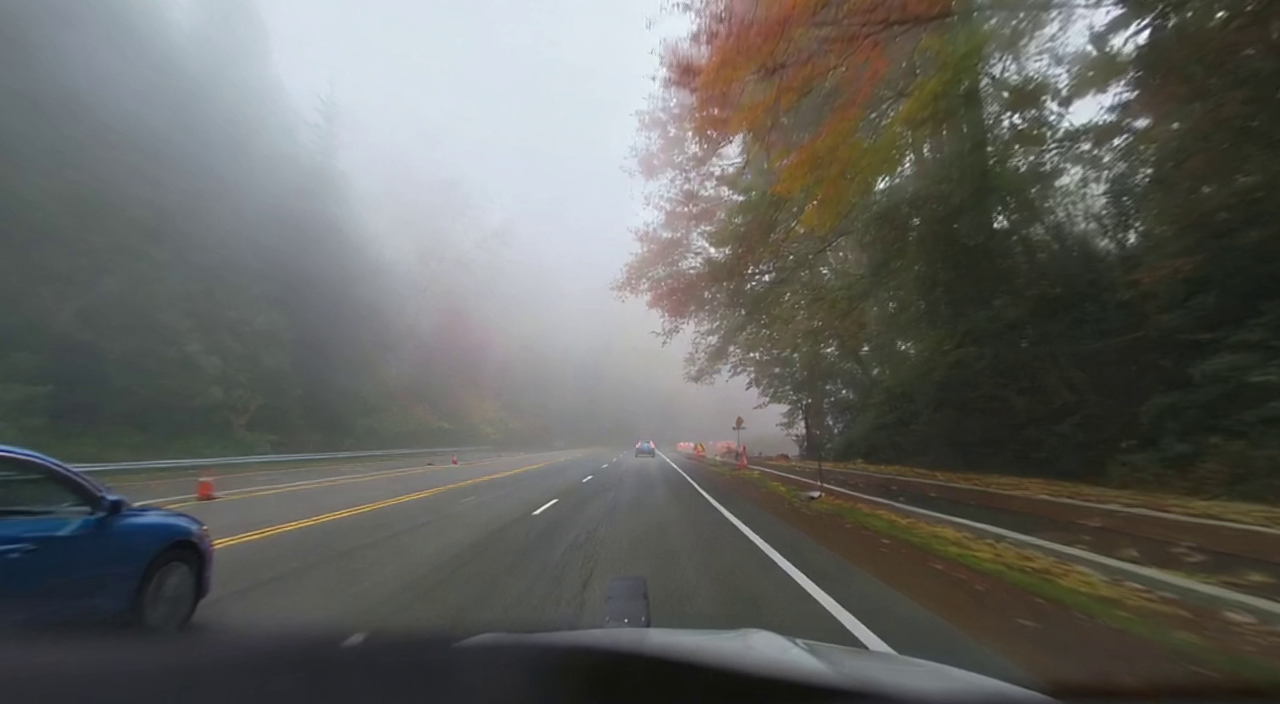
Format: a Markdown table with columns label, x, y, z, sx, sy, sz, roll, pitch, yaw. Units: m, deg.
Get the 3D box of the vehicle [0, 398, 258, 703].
| label | x | y | z | sx | sy | sz | roll | pitch | yaw |
| --- | --- | --- | --- | --- | --- | --- | --- | --- | --- |
| vehicle | -3.917 | 0.949 | 2.744 | 1.902 | 1.505 | 4.016 | 0 | -8 | 1 |
